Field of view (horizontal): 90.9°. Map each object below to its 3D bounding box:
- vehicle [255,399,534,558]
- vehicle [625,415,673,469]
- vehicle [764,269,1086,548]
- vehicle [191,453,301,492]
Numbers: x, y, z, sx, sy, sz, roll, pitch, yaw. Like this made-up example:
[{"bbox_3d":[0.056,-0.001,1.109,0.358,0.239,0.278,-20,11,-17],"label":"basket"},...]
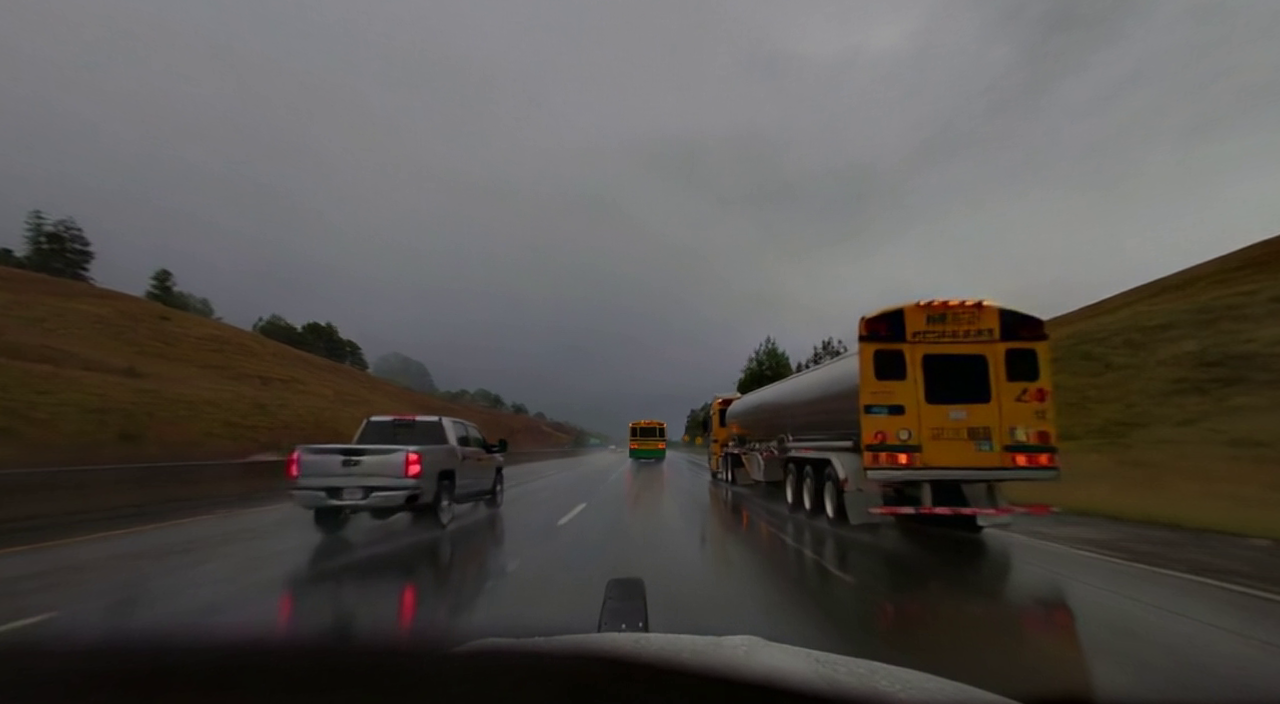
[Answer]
[{"bbox_3d":[-3.510,1.977,10.721,2.241,1.927,5.833,0,-8,2],"label":"vehicle"},{"bbox_3d":[0.572,6.302,43.971,2.948,3.265,10.569,0,-8,0],"label":"vehicle"},{"bbox_3d":[4.404,1.203,11.863,2.716,3.705,7.018,0,-8,0],"label":"vehicle"},{"bbox_3d":[-17.161,5.228,27.782,1.887,1.475,4.533,0,-8,1],"label":"vehicle"}]
